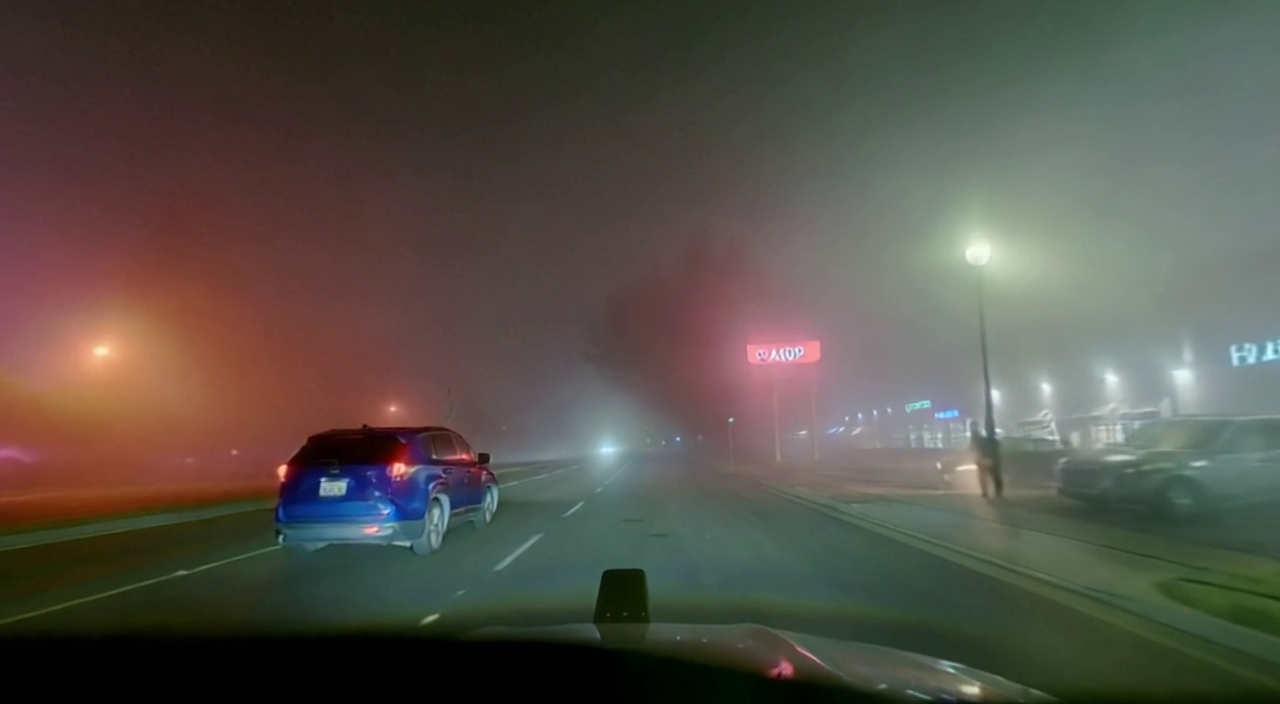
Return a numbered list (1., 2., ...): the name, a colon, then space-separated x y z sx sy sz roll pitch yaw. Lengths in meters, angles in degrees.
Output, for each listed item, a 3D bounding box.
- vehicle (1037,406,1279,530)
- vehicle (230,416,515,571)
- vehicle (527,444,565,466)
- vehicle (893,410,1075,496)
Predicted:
1. vehicle: 9.809 1.823 10.316 2.146 1.797 4.990 4 -10 -37
2. vehicle: -3.312 1.827 8.928 2.127 1.654 4.121 0 -8 1
3. vehicle: -6.771 7.406 45.658 1.990 1.483 4.410 0 -8 1
4. vehicle: 9.118 2.606 16.570 4.985 1.918 2.248 6 -11 -37
